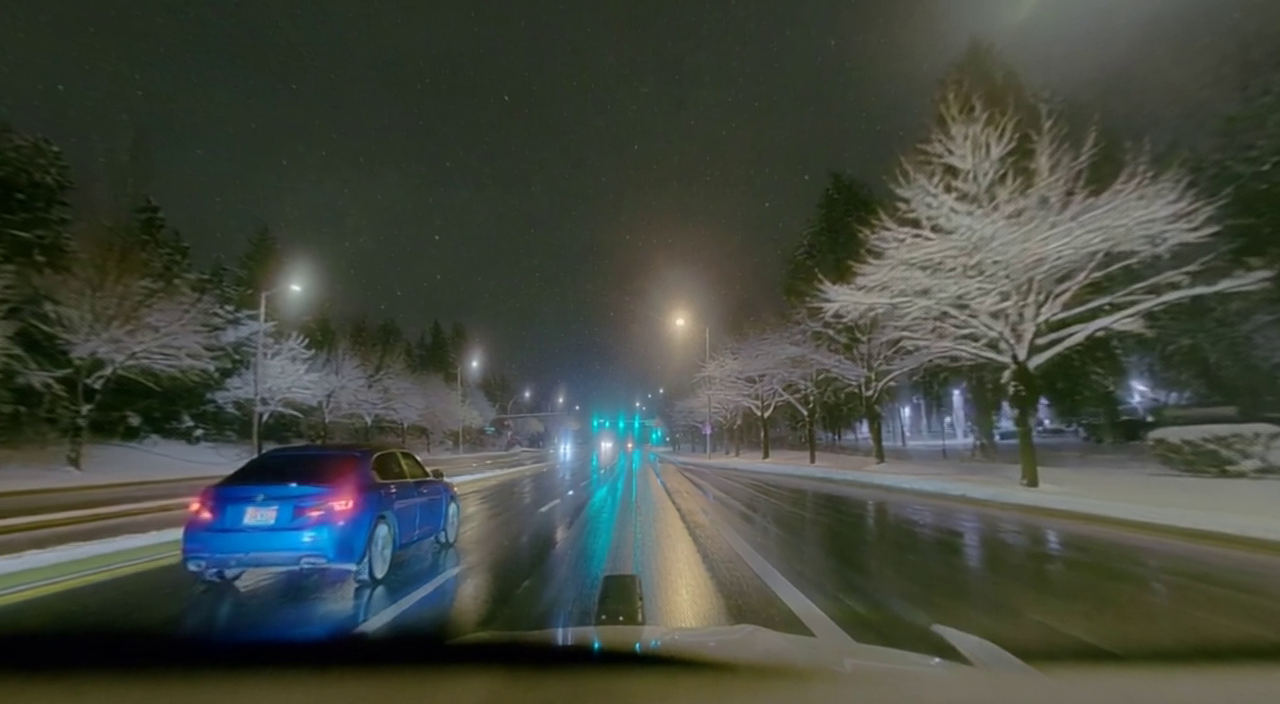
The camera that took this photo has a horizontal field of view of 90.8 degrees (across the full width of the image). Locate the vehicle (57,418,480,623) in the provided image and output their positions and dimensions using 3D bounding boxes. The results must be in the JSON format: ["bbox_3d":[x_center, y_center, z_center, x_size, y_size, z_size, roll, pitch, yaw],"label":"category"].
[{"bbox_3d":[-3.239,1.537,6.710,1.964,1.472,4.078,0,-9,0],"label":"vehicle"}]

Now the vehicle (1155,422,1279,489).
[{"bbox_3d":[15.228,2.421,14.987,4.401,1.465,1.935,0,-8,-4],"label":"vehicle"}]

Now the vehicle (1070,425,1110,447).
[{"bbox_3d":[31.344,5.846,44.064,1.690,1.378,3.826,-6,-9,27],"label":"vehicle"}]
